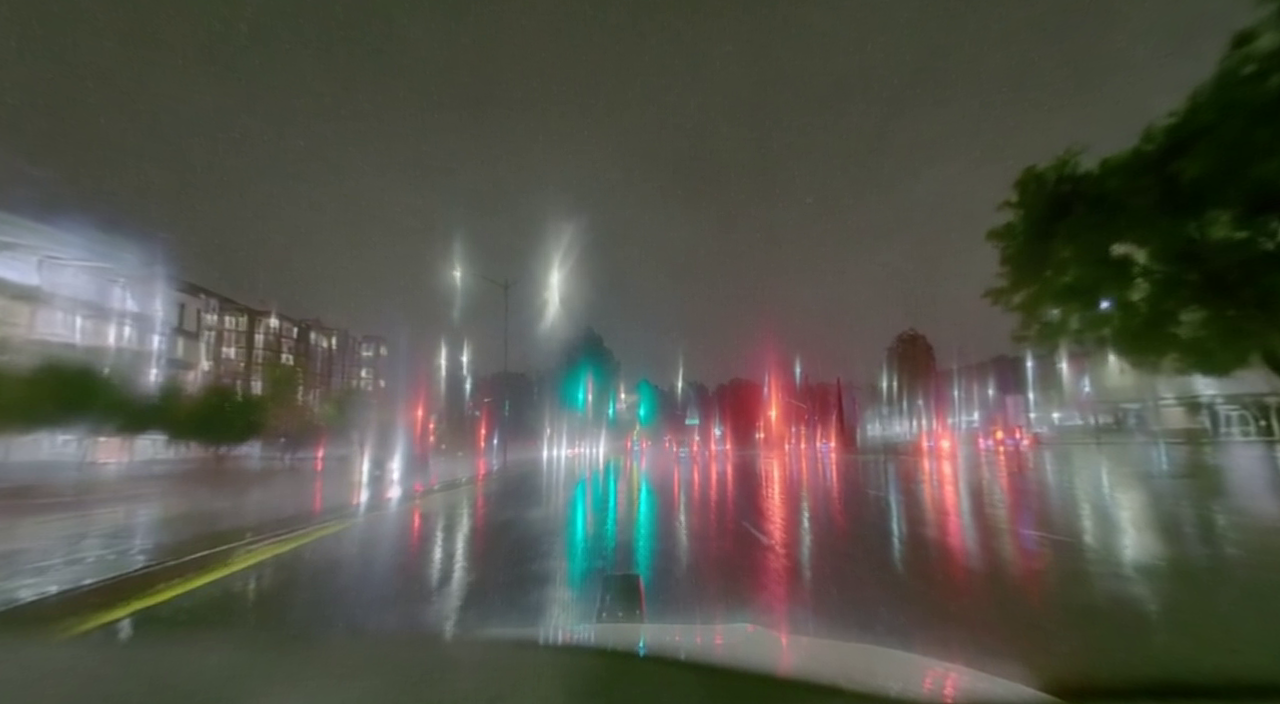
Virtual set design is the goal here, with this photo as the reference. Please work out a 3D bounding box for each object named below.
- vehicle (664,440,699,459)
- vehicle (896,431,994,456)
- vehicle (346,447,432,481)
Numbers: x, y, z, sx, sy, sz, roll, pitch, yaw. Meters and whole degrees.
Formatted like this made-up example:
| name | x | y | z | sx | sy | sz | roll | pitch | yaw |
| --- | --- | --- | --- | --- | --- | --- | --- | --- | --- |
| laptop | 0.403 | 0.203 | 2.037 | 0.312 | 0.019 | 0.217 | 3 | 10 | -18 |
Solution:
| name | x | y | z | sx | sy | sz | roll | pitch | yaw |
| --- | --- | --- | --- | --- | --- | --- | --- | --- | --- |
| vehicle | 3.006 | 7.122 | 46.179 | 2.080 | 1.321 | 4.382 | 0 | -8 | -2 |
| vehicle | 23.518 | 7.114 | 48.949 | 6.313 | 1.772 | 2.263 | -9 | -11 | 43 |
| vehicle | -12.016 | 5.362 | 30.650 | 2.247 | 1.475 | 4.593 | 0 | -8 | 0 |
